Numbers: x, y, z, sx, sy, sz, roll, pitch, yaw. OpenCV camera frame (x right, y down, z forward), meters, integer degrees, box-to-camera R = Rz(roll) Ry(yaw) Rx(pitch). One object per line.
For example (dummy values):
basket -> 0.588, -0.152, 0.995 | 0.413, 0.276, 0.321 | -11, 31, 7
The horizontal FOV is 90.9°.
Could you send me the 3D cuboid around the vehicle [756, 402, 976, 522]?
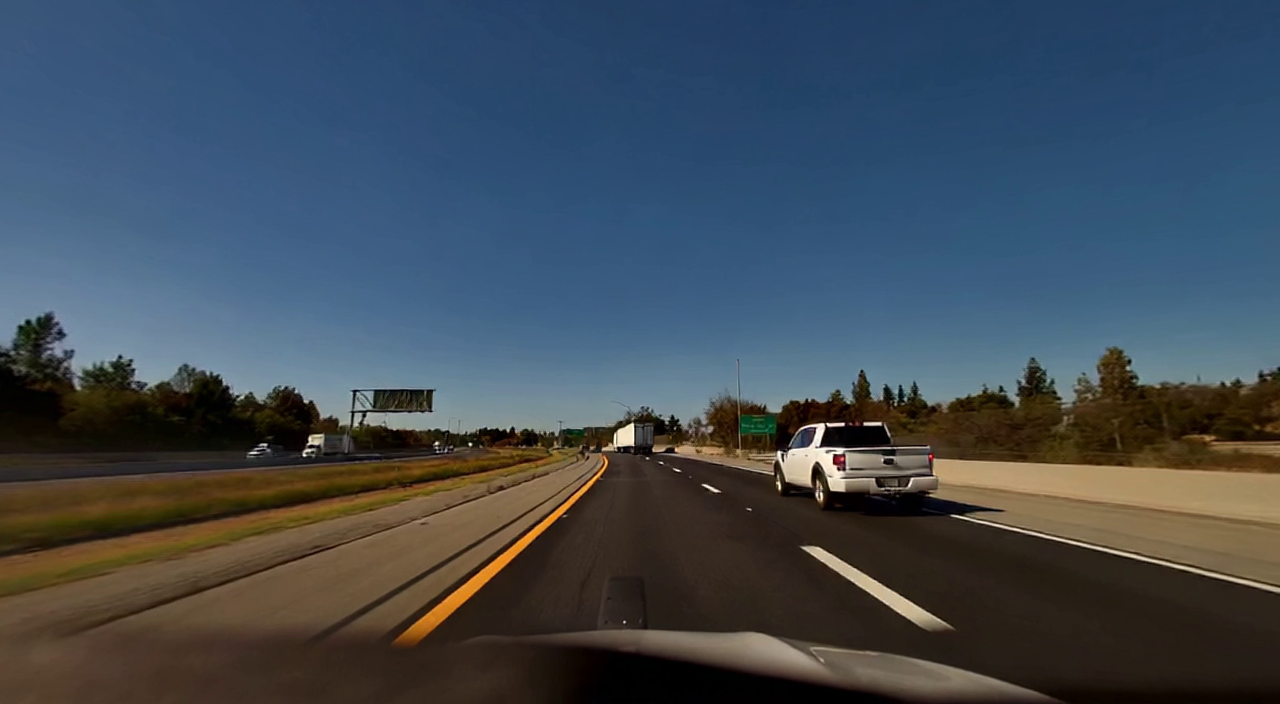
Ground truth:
vehicle -> 4.270, 2.216, 13.304 | 2.383, 1.959, 5.669 | 0, -8, -2
